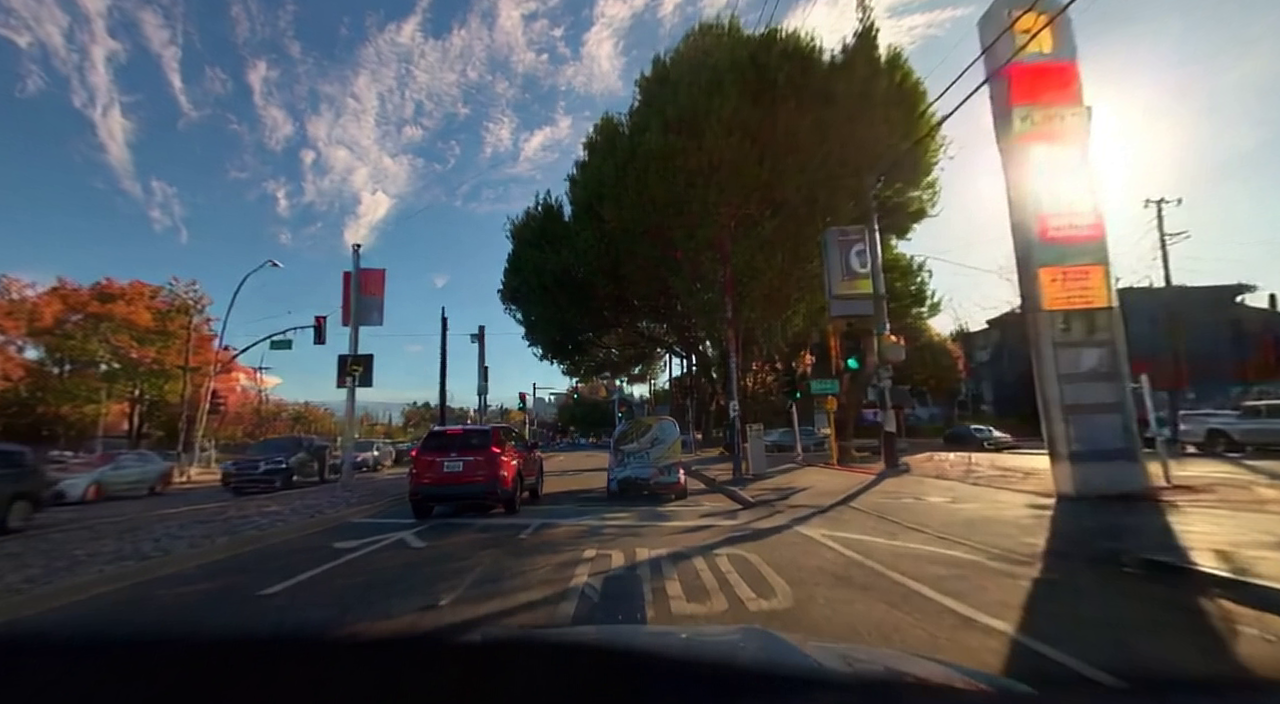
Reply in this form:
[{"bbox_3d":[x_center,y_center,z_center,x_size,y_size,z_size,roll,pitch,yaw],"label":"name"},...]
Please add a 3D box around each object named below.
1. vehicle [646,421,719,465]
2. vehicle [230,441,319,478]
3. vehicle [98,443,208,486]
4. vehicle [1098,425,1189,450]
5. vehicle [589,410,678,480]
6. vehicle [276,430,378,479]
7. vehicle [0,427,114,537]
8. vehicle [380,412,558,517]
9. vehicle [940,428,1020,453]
[{"bbox_3d":[2.126,4.296,29.606,2.136,1.813,5.570,-3,-9,17],"label":"vehicle"},{"bbox_3d":[-16.330,4.802,28.375,1.719,1.523,3.864,0,-9,-1],"label":"vehicle"},{"bbox_3d":[-31.082,7.163,40.235,5.274,1.973,2.438,-8,-10,4],"label":"vehicle"},{"bbox_3d":[33.751,5.750,42.271,4.403,1.484,1.952,-2,-10,-2],"label":"vehicle"},{"bbox_3d":[-0.096,3.073,20.783,2.552,1.999,5.498,0,-9,2],"label":"vehicle"},{"bbox_3d":[-12.768,4.212,26.057,1.980,1.799,4.489,0,-9,-2],"label":"vehicle"},{"bbox_3d":[-11.753,2.209,10.721,1.912,1.831,4.314,0,-9,-3],"label":"vehicle"},{"bbox_3d":[-3.161,2.240,12.971,2.247,1.734,4.919,0,-9,1],"label":"vehicle"},{"bbox_3d":[21.709,5.674,40.320,3.997,1.496,1.907,0,-9,-3],"label":"vehicle"}]
